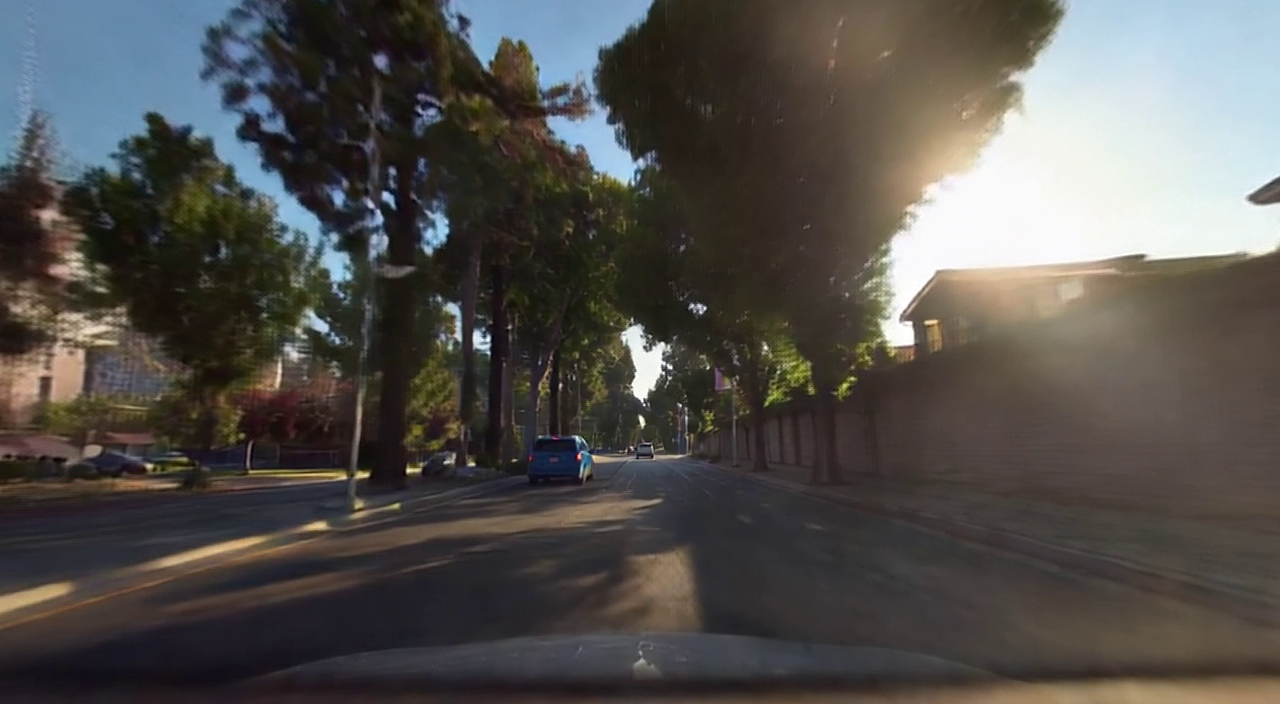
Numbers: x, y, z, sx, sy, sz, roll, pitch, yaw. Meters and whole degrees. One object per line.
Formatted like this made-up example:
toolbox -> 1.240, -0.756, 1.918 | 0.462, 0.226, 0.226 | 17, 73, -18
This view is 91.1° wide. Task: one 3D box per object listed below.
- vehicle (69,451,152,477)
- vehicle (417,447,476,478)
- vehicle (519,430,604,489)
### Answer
vehicle -> -34.651, 7.308, 41.233 | 1.926, 1.637, 3.948 | 0, -9, -1
vehicle -> -10.646, 6.101, 34.893 | 1.876, 1.590, 4.060 | -1, -9, 2
vehicle -> -2.608, 3.757, 22.216 | 2.281, 1.837, 4.845 | 0, -9, 2
